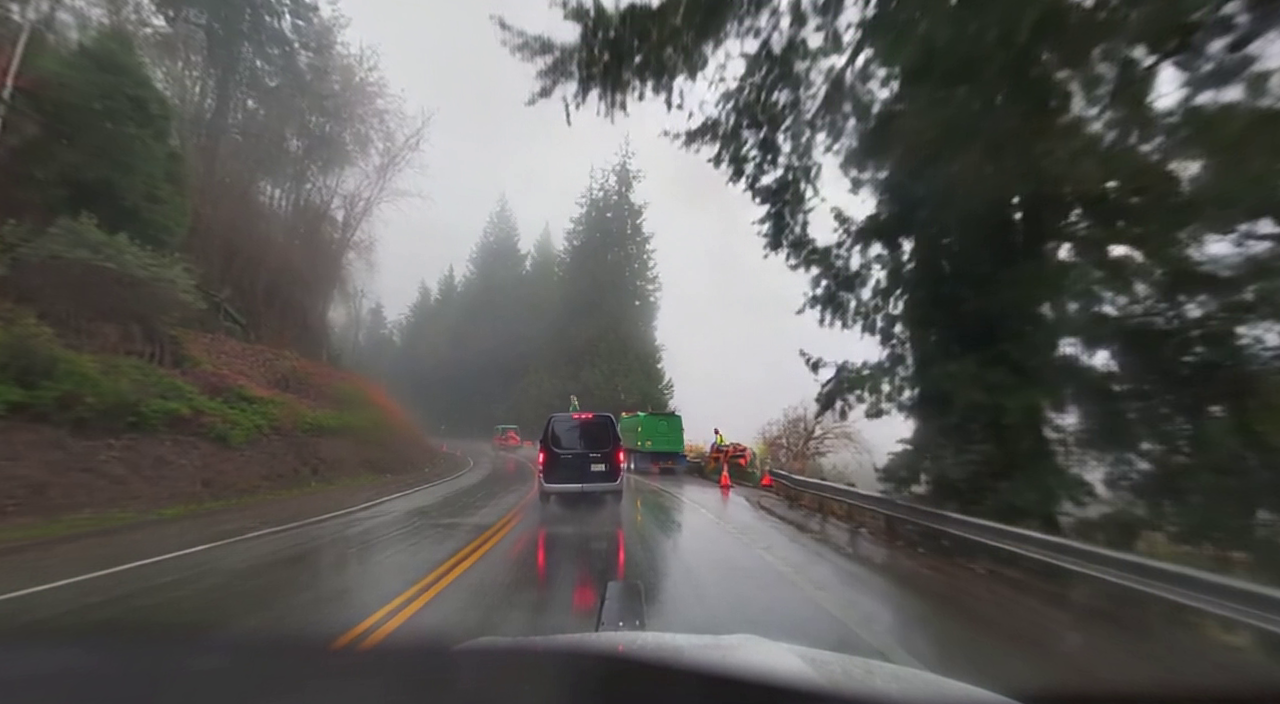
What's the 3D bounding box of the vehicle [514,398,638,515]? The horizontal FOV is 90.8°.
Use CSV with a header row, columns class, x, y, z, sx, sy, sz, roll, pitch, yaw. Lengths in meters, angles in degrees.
class,x,y,z,sx,sy,sz,roll,pitch,yaw
vehicle,-1.337,2.383,14.699,2.362,2.223,4.892,0,-9,-3
